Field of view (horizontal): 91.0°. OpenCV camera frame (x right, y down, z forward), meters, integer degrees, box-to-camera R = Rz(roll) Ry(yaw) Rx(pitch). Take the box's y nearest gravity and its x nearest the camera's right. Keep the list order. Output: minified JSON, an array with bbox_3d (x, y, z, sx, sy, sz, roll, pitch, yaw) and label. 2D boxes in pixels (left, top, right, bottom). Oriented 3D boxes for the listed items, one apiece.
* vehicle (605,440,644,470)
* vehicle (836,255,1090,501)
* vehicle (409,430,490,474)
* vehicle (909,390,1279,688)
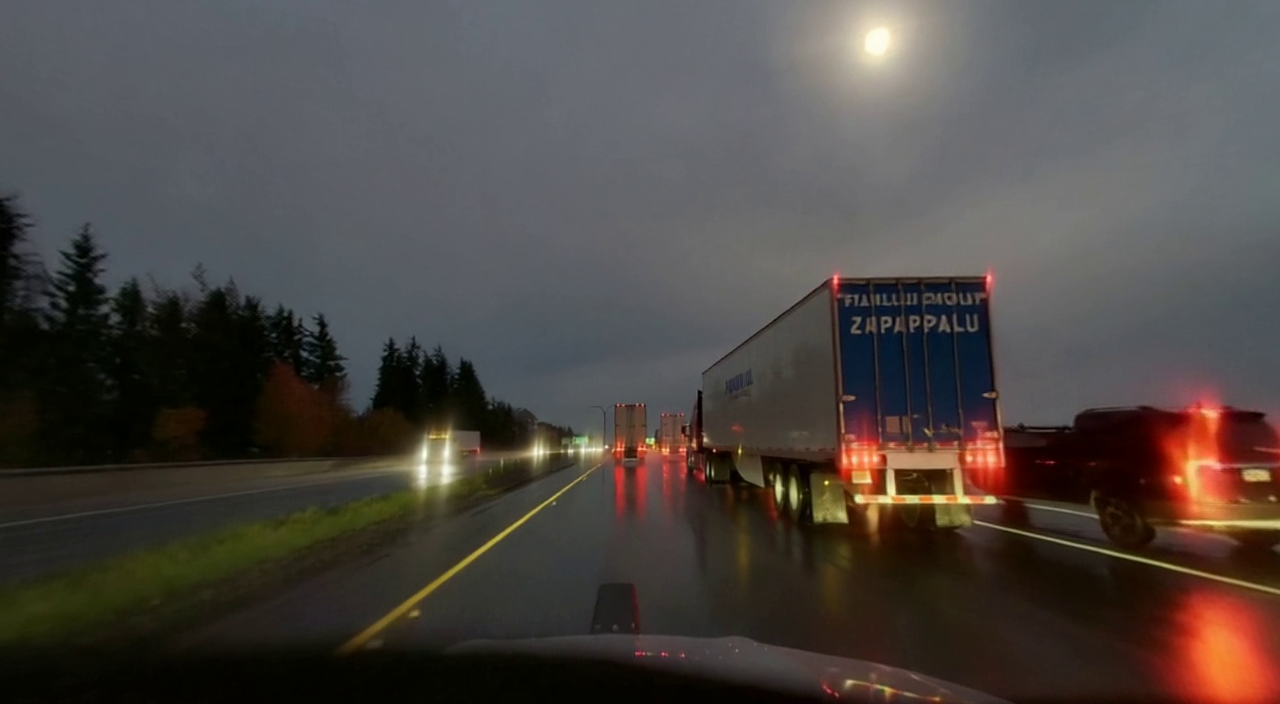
[{"bbox_3d":[-0.821,5.443,33.475,1.943,1.491,3.459,0,-8,-2],"label":"vehicle"},{"bbox_3d":[4.282,0.417,8.806,2.244,3.047,2.035,0,-8,-2],"label":"vehicle"},{"bbox_3d":[-12.754,6.744,43.111,2.774,2.621,9.453,0,-8,-1],"label":"vehicle"},{"bbox_3d":[4.590,1.234,5.297,4.253,1.543,2.045,4,-9,-30],"label":"vehicle"}]
